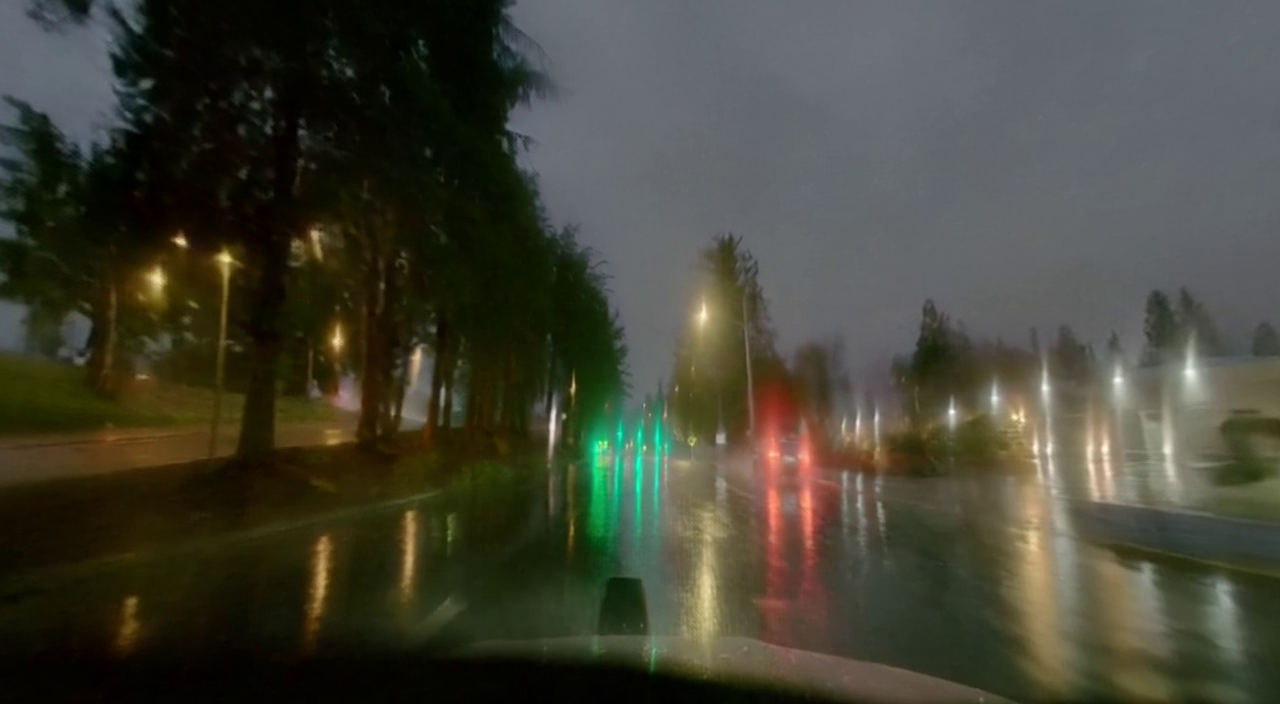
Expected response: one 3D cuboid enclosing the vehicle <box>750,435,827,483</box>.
[{"bbox_3d":[6.061,4.446,26.433,2.177,1.788,5.106,0,-8,2],"label":"vehicle"}]
